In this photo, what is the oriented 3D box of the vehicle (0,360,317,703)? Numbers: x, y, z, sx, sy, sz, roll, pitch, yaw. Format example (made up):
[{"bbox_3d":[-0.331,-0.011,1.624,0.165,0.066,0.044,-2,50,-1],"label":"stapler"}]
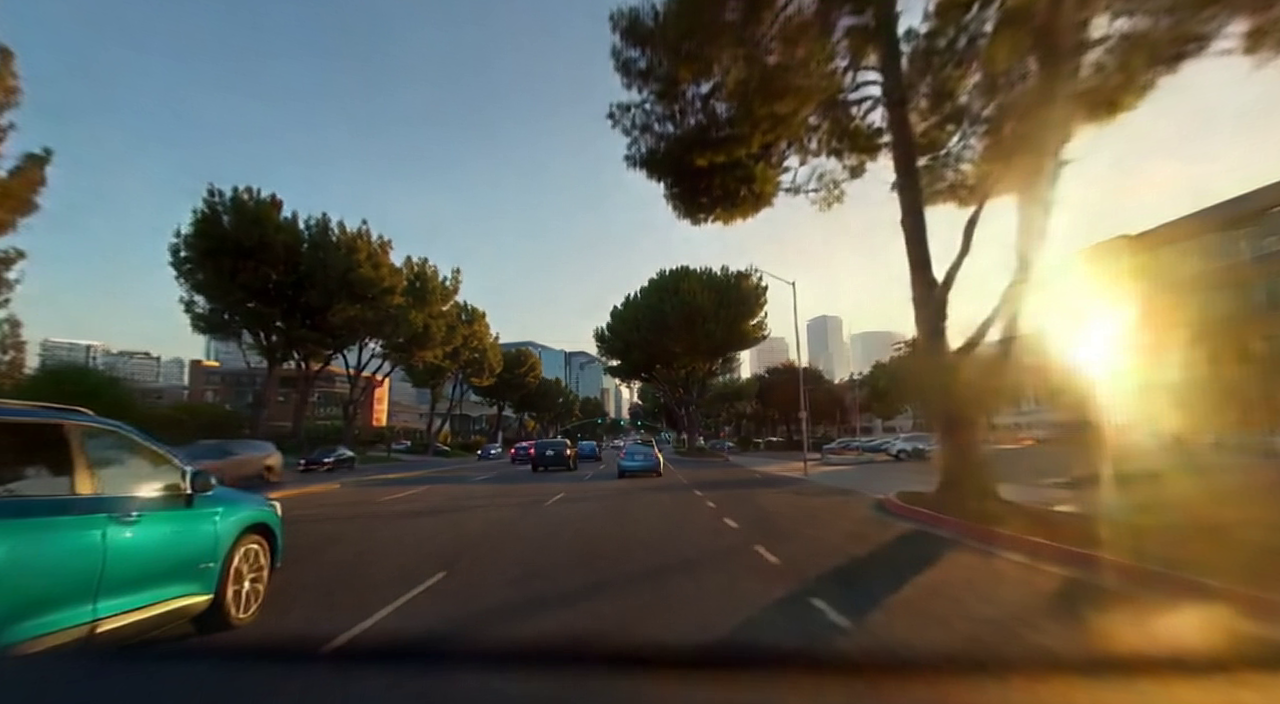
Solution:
[{"bbox_3d":[-3.751,0.928,3.107,2.070,1.641,4.152,0,-8,0],"label":"vehicle"}]

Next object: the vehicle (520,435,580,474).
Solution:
[{"bbox_3d":[-4.132,4.799,29.617,2.113,1.713,4.422,0,-8,1],"label":"vehicle"}]

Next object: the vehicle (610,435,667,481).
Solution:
[{"bbox_3d":[-0.049,4.101,24.516,2.042,1.641,4.187,0,-8,0],"label":"vehicle"}]

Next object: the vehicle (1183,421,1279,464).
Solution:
[{"bbox_3d":[28.723,4.270,29.559,4.173,1.920,2.168,0,-9,-1],"label":"vehicle"}]

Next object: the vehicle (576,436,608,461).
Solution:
[{"bbox_3d":[-3.604,7.343,47.701,2.047,1.810,4.414,0,-8,1],"label":"vehicle"}]

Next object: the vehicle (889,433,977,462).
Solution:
[{"bbox_3d":[17.391,5.684,37.365,4.290,1.664,1.893,1,-8,-4],"label":"vehicle"}]

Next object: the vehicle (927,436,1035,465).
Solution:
[{"bbox_3d":[17.640,5.123,32.578,4.460,1.449,1.959,0,-8,-2],"label":"vehicle"}]
